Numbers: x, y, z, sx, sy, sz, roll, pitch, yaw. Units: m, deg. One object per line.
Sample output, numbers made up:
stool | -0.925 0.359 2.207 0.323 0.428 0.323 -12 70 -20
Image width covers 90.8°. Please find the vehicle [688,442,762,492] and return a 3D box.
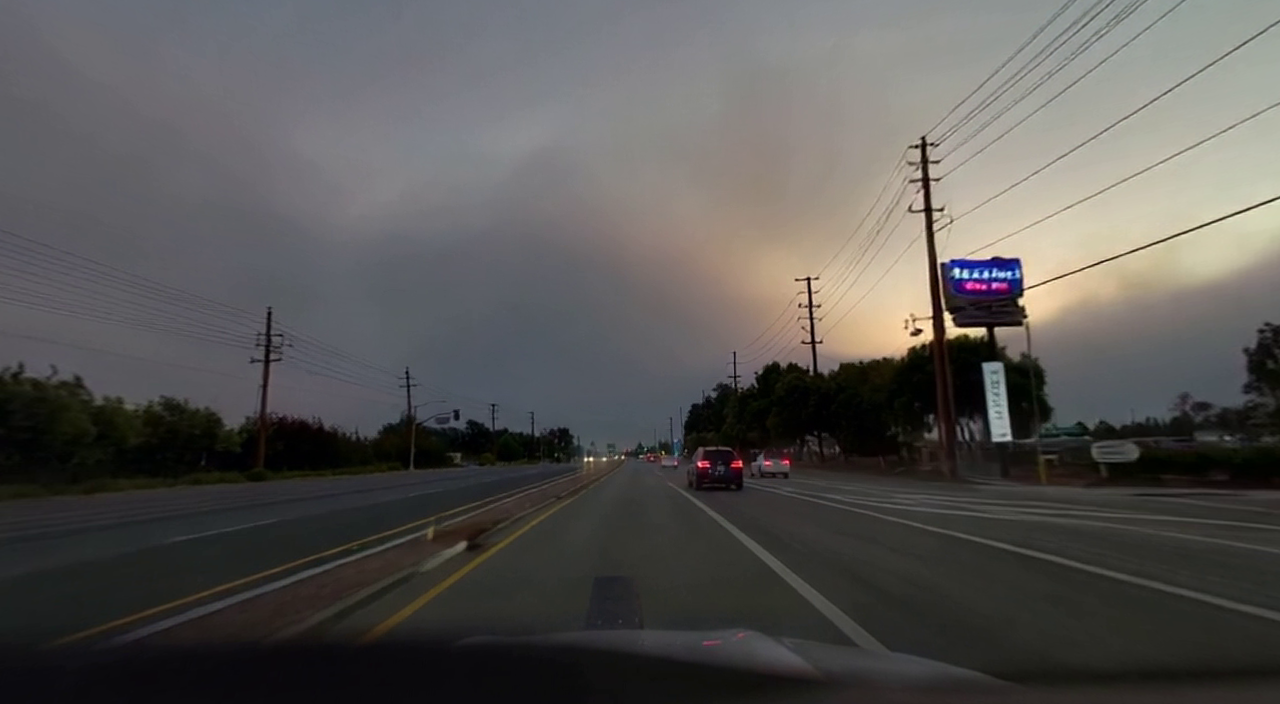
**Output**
vehicle | 3.029 4.216 23.415 2.078 1.668 4.078 0 -9 -1
